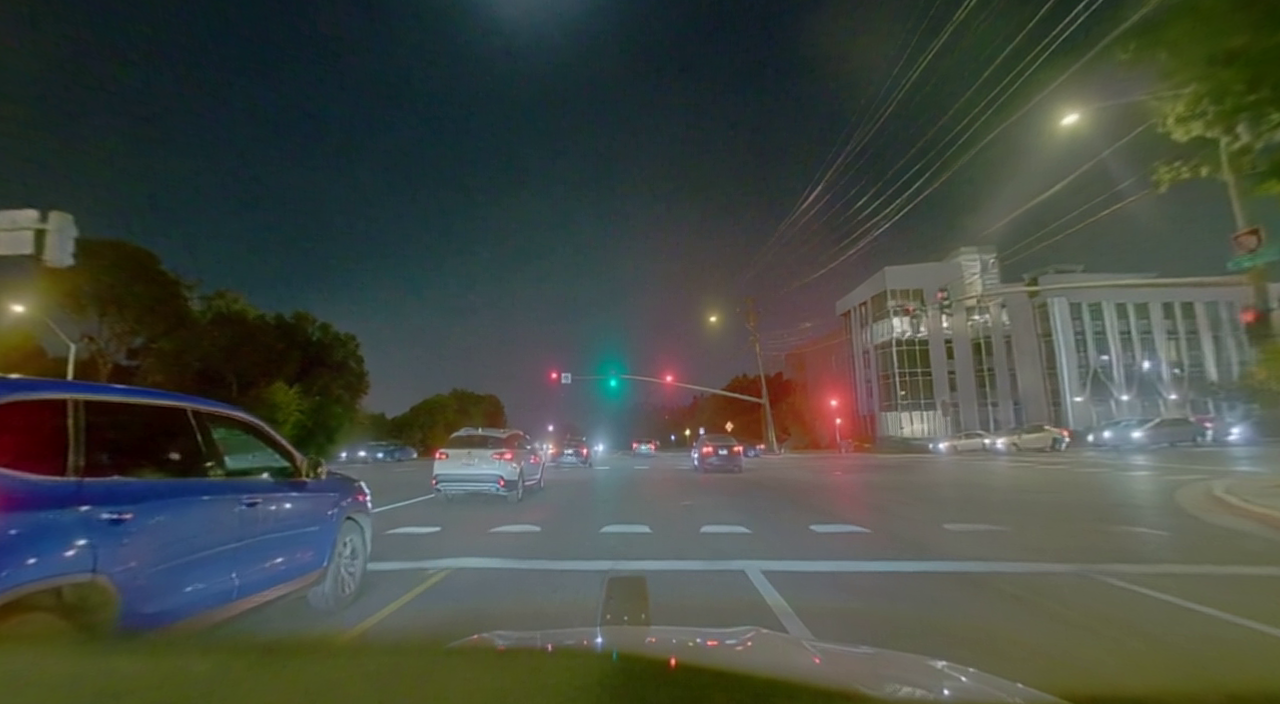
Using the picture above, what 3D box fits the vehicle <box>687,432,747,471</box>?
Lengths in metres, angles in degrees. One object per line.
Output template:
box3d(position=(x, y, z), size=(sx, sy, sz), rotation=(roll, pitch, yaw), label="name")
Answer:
box3d(position=(3.565, 4.709, 30.037), size=(2.201, 1.734, 4.564), rotation=(0, -8, -1), label="vehicle")

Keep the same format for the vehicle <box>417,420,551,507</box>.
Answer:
box3d(position=(-3.467, 2.562, 14.963), size=(1.958, 1.744, 4.315), rotation=(0, -8, 2), label="vehicle")

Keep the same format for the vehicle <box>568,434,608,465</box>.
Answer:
box3d(position=(-2.958, 5.652, 36.595), size=(1.900, 1.677, 4.128), rotation=(0, -8, 2), label="vehicle")

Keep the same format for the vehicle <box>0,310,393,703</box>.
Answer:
box3d(position=(-3.382, 0.918, 3.582), size=(2.127, 1.754, 4.287), rotation=(0, -8, 1), label="vehicle")

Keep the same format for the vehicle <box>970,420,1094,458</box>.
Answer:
box3d(position=(19.724, 4.401, 31.820), size=(5.033, 1.802, 1.928), rotation=(1, -8, -5), label="vehicle")

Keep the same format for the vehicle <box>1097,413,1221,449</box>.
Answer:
box3d(position=(26.236, 4.010, 31.973), size=(4.439, 1.748, 2.037), rotation=(0, -8, 1), label="vehicle")

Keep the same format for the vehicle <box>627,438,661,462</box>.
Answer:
box3d(position=(0.260, 6.506, 42.101), size=(2.185, 1.515, 4.215), rotation=(0, -8, 1), label="vehicle")
